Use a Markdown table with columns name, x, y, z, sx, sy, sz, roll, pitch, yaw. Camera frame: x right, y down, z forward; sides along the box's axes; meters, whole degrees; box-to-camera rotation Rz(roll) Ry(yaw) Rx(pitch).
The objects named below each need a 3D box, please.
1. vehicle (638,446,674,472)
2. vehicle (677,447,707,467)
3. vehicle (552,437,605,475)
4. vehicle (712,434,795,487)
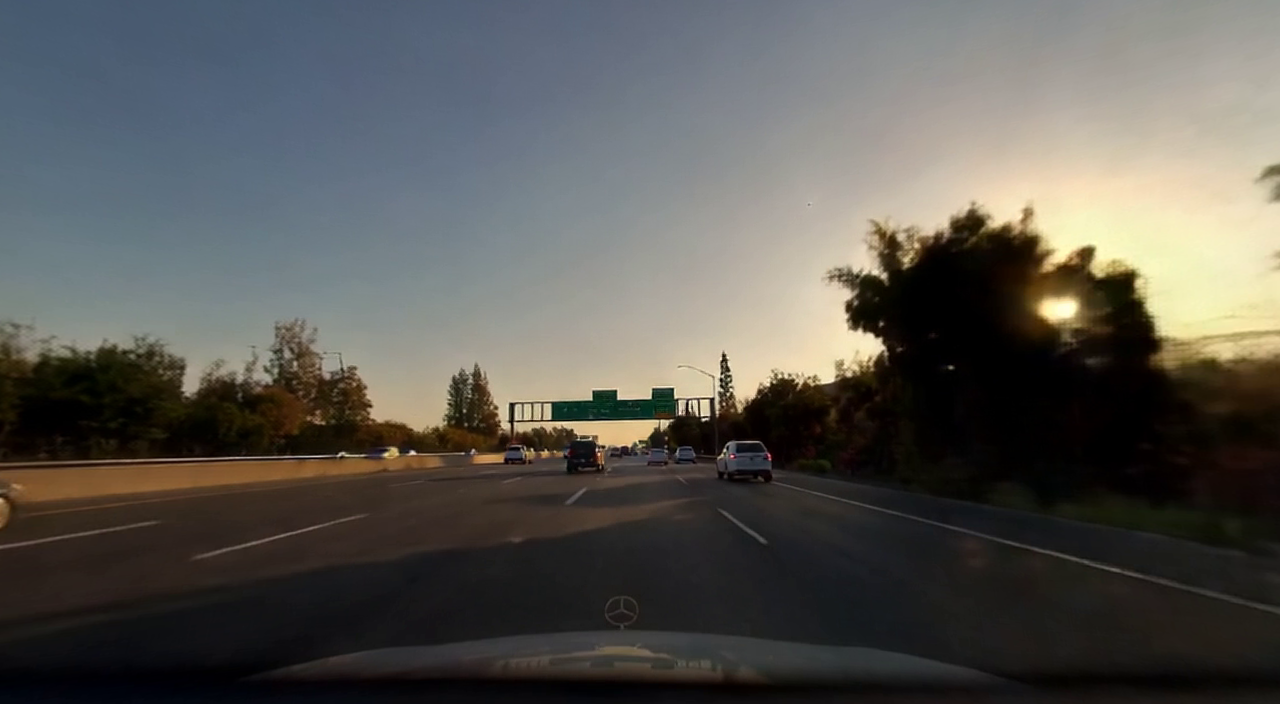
| name | x | y | z | sx | sy | sz | roll | pitch | yaw |
| --- | --- | --- | --- | --- | --- | --- | --- | --- | --- |
| vehicle | 0.985 | 6.711 | 39.761 | 2.126 | 1.529 | 4.438 | 0 | -9 | 1 |
| vehicle | 4.004 | 8.135 | 48.933 | 1.929 | 1.485 | 4.482 | 0 | -9 | 0 |
| vehicle | -3.337 | 5.828 | 35.462 | 2.449 | 1.929 | 5.503 | 0 | -9 | 0 |
| vehicle | 4.152 | 4.090 | 23.968 | 2.218 | 1.776 | 4.807 | 0 | -9 | 0 |
